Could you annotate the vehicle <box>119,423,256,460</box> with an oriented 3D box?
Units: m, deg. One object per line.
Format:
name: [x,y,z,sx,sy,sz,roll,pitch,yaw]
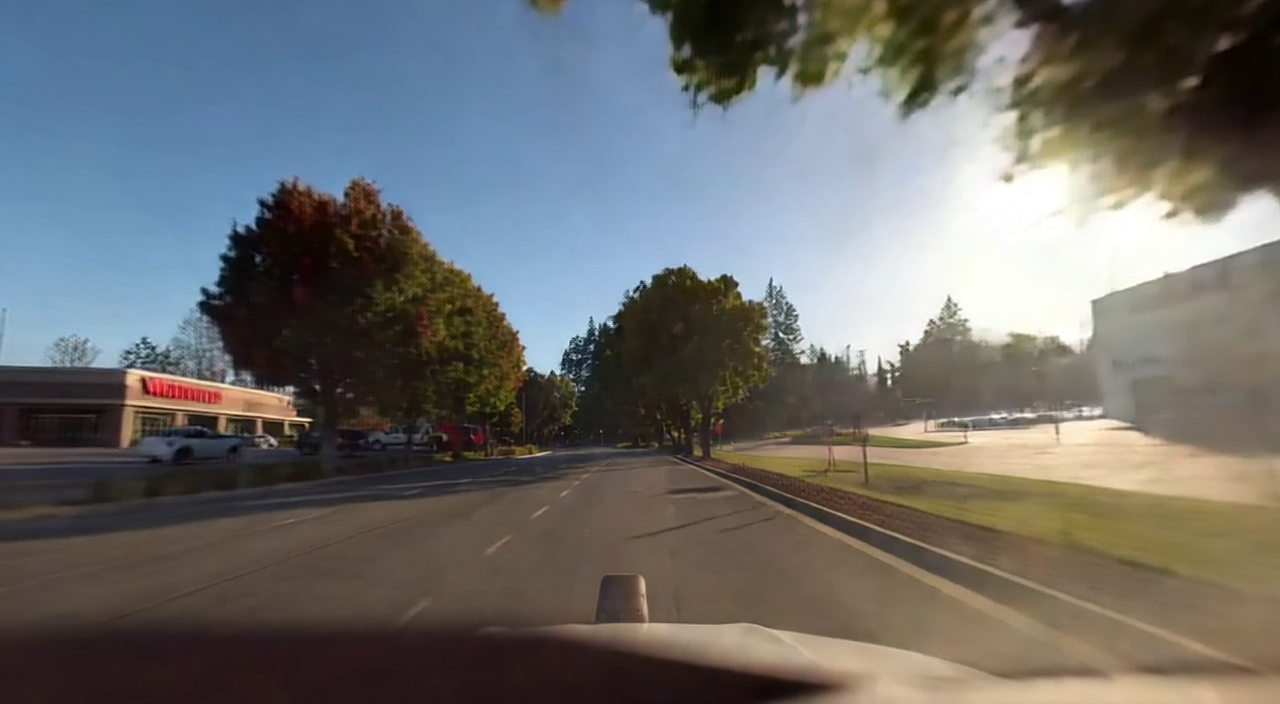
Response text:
vehicle: [-18.507,3.691,25.957,4.238,1.459,1.753,0,-9,1]

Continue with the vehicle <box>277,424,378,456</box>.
vehicle: [-19.439,5.501,39.459,5.109,1.891,2.206,0,-8,-1]

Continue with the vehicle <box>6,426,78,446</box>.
vehicle: [-44.697,6.284,47.314,1.724,1.442,4.416,2,-8,-11]
